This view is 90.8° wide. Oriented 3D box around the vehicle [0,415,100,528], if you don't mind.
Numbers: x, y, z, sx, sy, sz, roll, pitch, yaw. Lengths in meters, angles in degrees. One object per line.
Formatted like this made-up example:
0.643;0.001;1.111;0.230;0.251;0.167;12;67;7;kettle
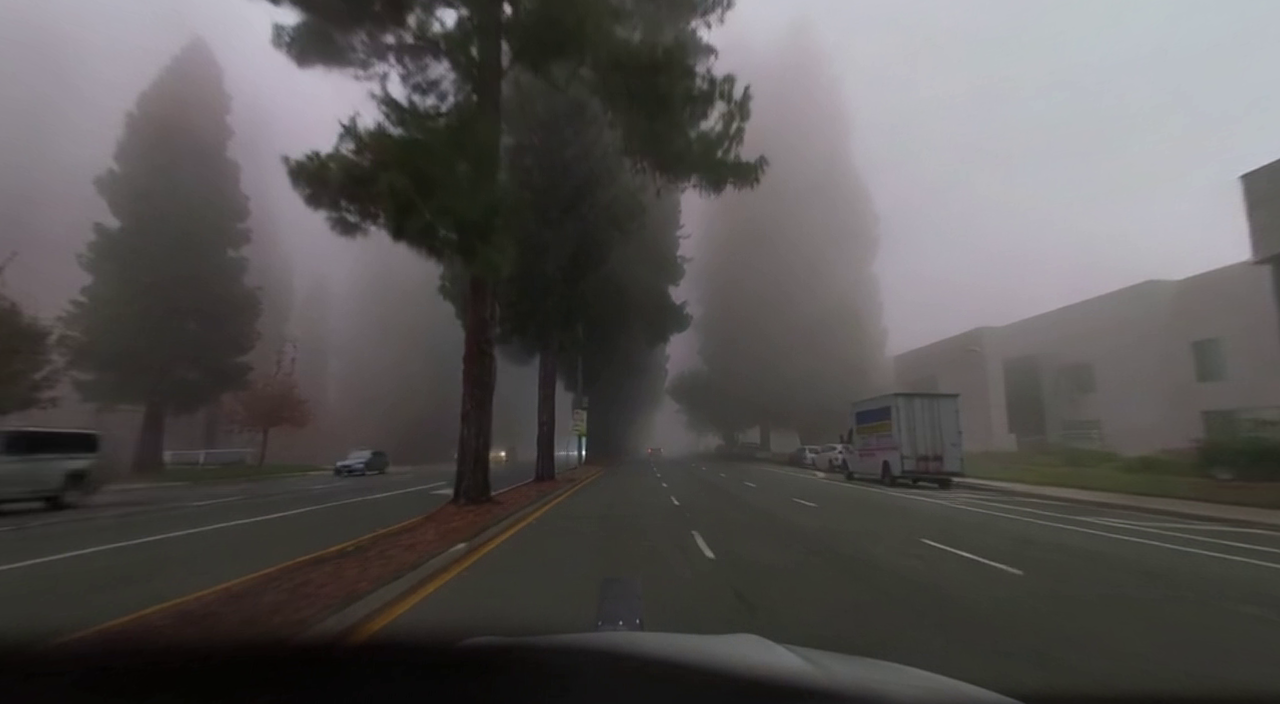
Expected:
-12.026;1.975;10.366;2.180;1.904;4.631;0;-9;0;vehicle

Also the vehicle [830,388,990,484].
9.683;3.226;23.844;2.670;3.016;7.732;0;-9;1;vehicle

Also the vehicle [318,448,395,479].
-15.331;6.027;34.458;2.011;1.496;4.650;0;-8;0;vehicle
